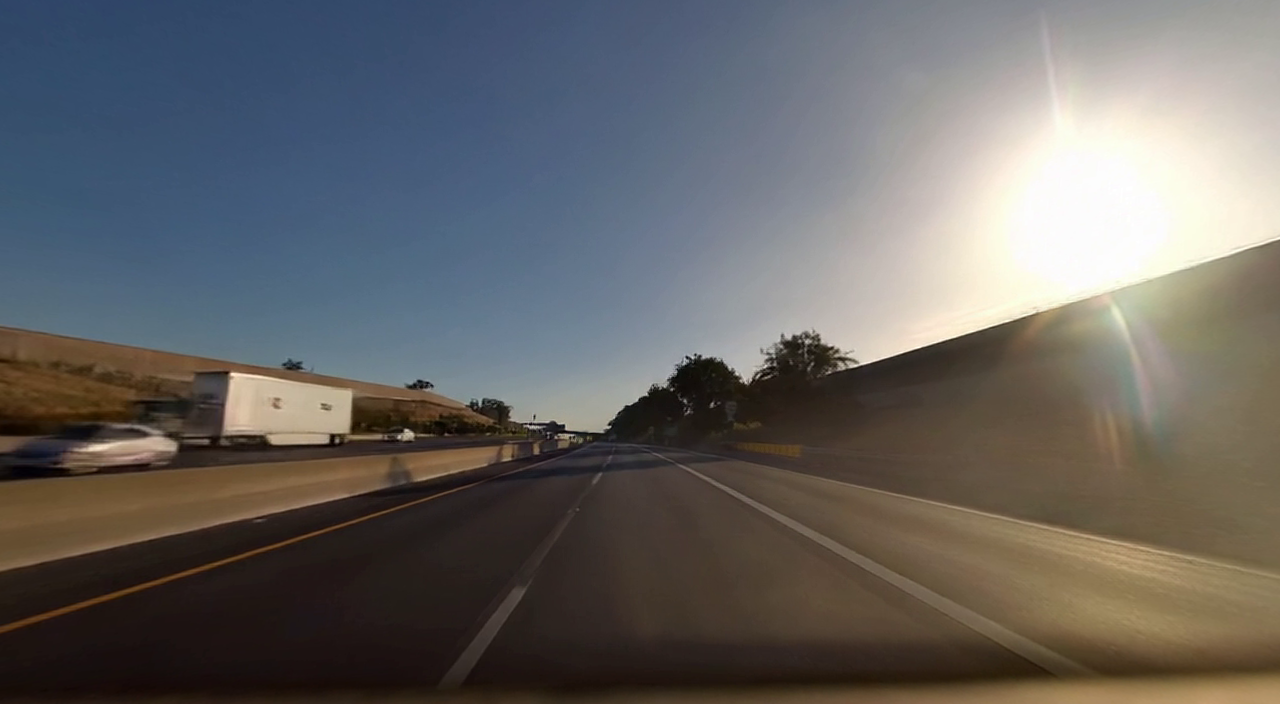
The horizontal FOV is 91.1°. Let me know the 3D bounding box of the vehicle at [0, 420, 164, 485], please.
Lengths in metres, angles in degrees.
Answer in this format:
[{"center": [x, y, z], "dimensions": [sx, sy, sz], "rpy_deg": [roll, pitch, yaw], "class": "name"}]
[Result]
[{"center": [-15.091, 2.591, 16.586], "dimensions": [1.817, 1.483, 4.157], "rpy_deg": [0, -8, -1], "class": "vehicle"}]
